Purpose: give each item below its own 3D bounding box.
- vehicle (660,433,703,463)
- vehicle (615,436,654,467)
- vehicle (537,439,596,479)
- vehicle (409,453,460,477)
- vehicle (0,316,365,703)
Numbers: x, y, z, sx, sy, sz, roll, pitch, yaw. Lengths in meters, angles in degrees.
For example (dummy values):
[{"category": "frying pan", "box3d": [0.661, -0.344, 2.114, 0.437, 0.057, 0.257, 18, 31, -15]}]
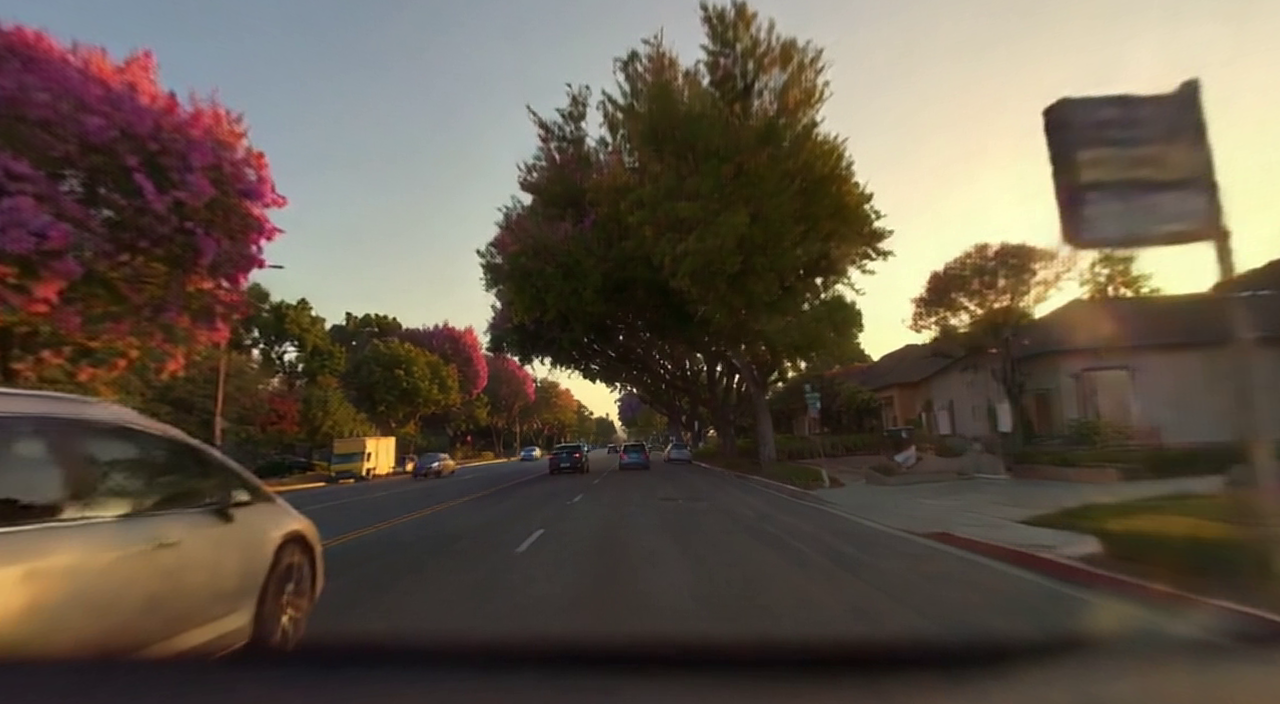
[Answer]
[{"category": "vehicle", "box3d": [3.009, 7.142, 47.001, 2.653, 2.058, 5.096, 0, -9, -2]}, {"category": "vehicle", "box3d": [-0.386, 6.367, 40.553, 2.376, 1.801, 4.317, 0, -8, -1]}, {"category": "vehicle", "box3d": [-3.179, 4.749, 28.241, 2.167, 1.634, 4.220, 0, -8, 0]}, {"category": "vehicle", "box3d": [-13.216, 7.276, 40.867, 1.867, 1.436, 4.300, 0, -8, 0]}, {"category": "vehicle", "box3d": [-3.164, 0.789, 2.110, 2.257, 1.751, 5.028, 0, -9, -1]}]
